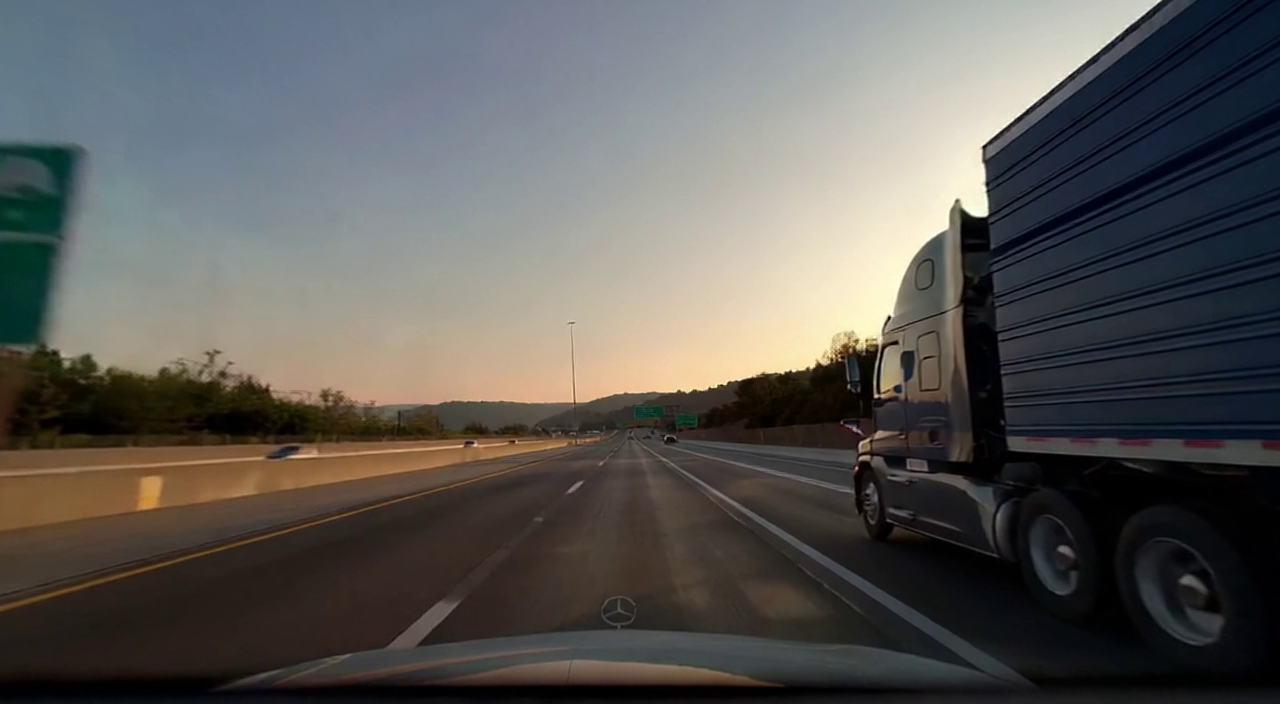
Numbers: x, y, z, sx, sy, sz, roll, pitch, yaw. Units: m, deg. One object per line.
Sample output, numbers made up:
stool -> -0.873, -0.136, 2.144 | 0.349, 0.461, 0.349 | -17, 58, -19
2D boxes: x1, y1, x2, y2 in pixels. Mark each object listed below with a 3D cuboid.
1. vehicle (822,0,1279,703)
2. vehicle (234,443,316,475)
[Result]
vehicle -> 4.127, -0.439, 1.726 | 3.220, 3.912, 12.116 | 0, -8, -2
vehicle -> -18.988, 5.550, 32.894 | 1.869, 1.522, 3.997 | 0, -8, 0
